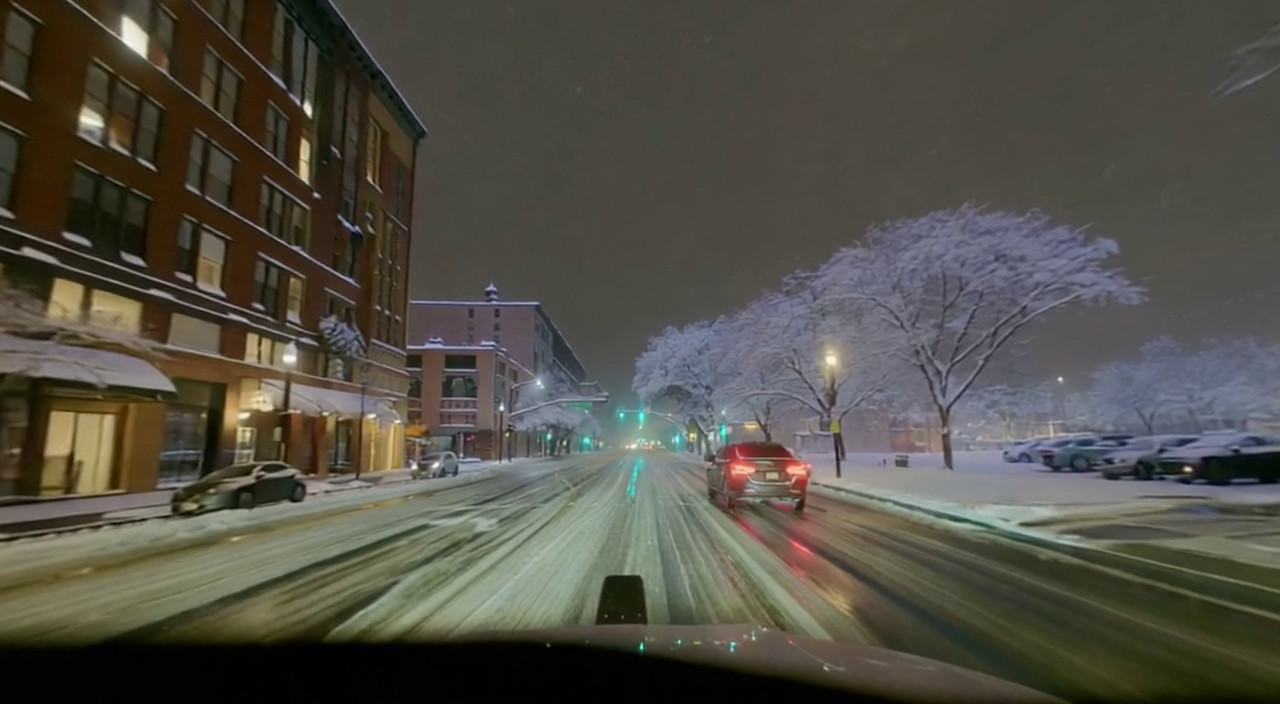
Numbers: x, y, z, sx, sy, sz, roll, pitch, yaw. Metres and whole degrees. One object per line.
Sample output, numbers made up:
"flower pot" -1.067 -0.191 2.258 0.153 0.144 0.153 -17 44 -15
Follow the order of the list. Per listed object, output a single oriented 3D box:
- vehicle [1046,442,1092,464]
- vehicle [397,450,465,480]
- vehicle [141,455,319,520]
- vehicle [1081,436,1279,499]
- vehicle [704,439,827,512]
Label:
"vehicle" 31.258 7.362 45.833 1.867 1.482 4.593 -4 -9 24
"vehicle" -11.860 6.500 36.053 1.944 1.575 4.895 -1 -11 3
"vehicle" -12.084 3.993 19.034 2.015 1.521 4.798 -1 -8 3
"vehicle" 16.108 3.393 18.768 4.412 1.503 1.771 -3 -7 -1
"vehicle" 2.876 2.953 15.488 2.080 1.524 4.348 0 -9 -1
